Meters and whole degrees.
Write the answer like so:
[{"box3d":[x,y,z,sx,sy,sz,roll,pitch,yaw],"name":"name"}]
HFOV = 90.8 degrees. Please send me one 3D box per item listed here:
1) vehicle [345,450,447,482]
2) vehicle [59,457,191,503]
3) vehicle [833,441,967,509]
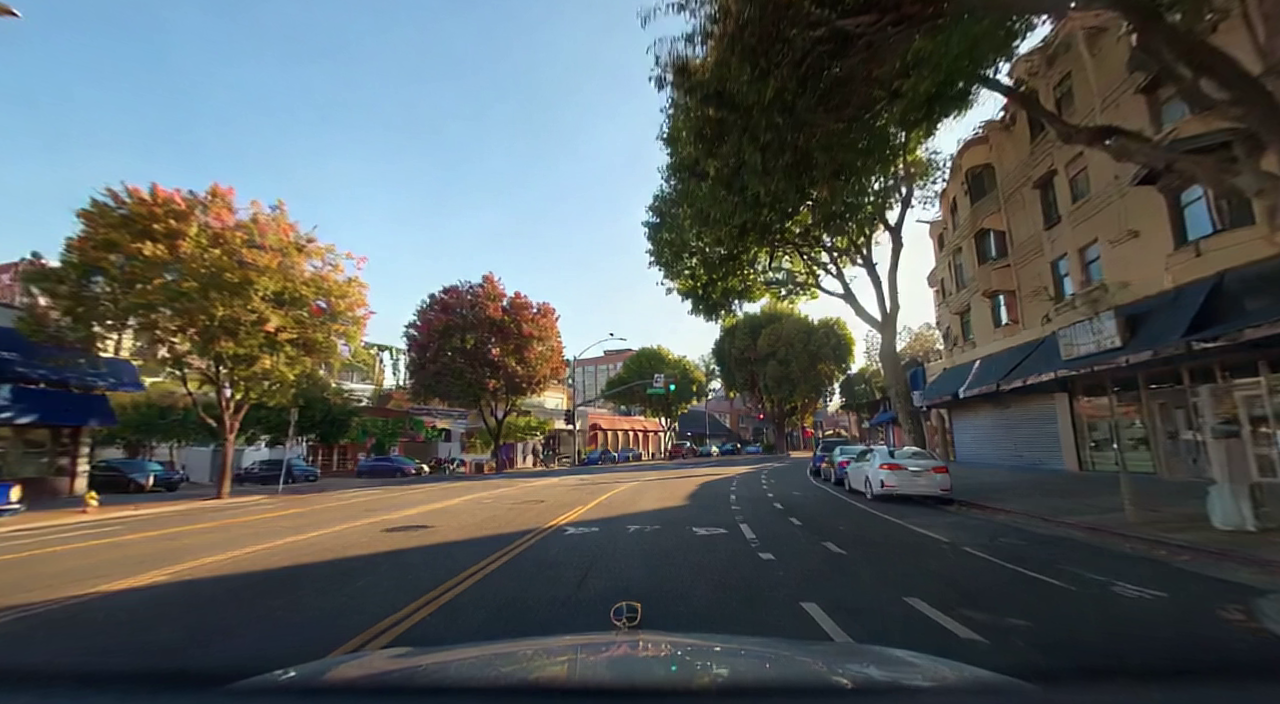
[{"box3d":[-16.557,7.699,42.965,6.006,1.964,2.474,-1,-10,14],"name":"vehicle"},{"box3d":[-22.820,5.624,28.057,4.586,1.836,2.034,-2,-9,14],"name":"vehicle"},{"box3d":[6.645,3.150,16.823,2.077,1.502,4.902,-1,-9,8],"name":"vehicle"}]
